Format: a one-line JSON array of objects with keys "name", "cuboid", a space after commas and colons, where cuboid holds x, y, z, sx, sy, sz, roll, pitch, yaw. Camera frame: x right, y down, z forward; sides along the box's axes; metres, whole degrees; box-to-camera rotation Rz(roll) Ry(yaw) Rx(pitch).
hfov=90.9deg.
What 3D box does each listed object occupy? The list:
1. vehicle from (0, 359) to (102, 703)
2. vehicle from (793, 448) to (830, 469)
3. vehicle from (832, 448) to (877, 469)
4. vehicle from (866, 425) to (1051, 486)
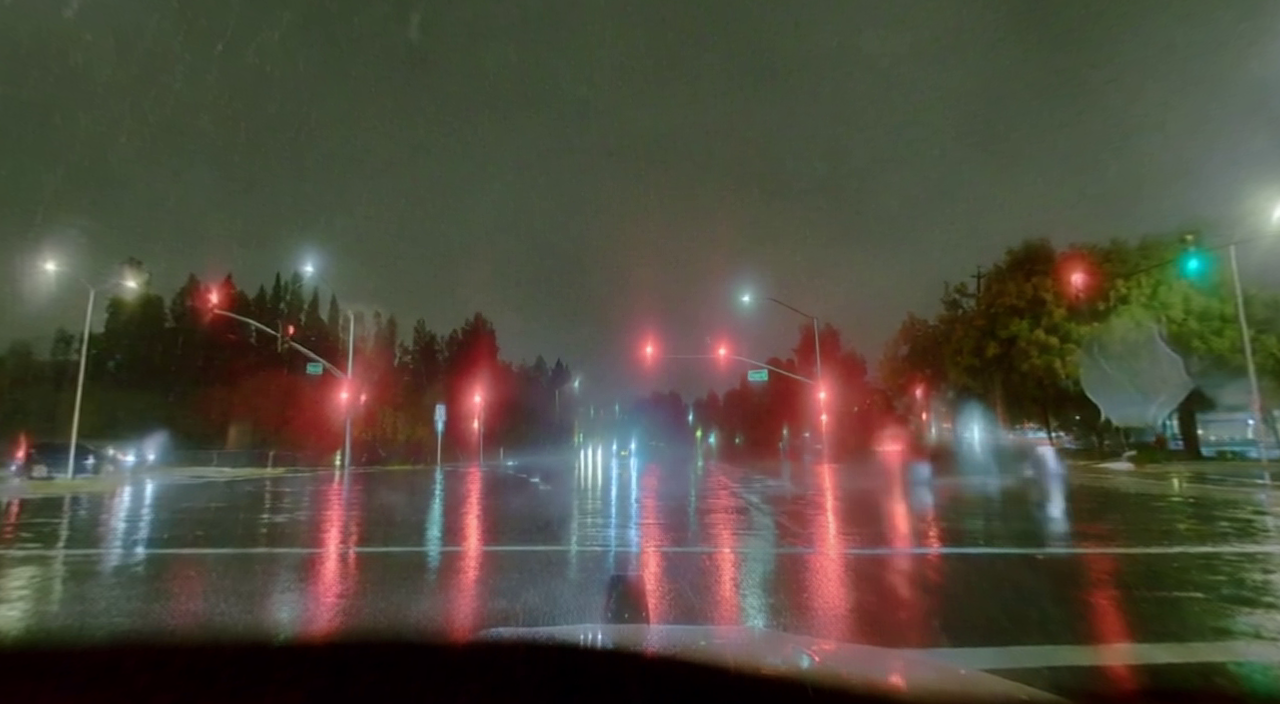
[{"name": "vehicle", "cuboid": [-3.061, 0.567, 0.221, 2.055, 1.573, 4.065, 0, -8, 2]}, {"name": "vehicle", "cuboid": [12.581, 7.847, 46.541, 1.647, 1.386, 3.725, -2, -8, 0]}, {"name": "vehicle", "cuboid": [15.568, 7.746, 46.027, 1.714, 1.458, 4.206, 0, -8, -1]}, {"name": "vehicle", "cuboid": [8.266, 2.719, 16.672, 3.894, 1.490, 1.810, -1, -8, 3]}]
